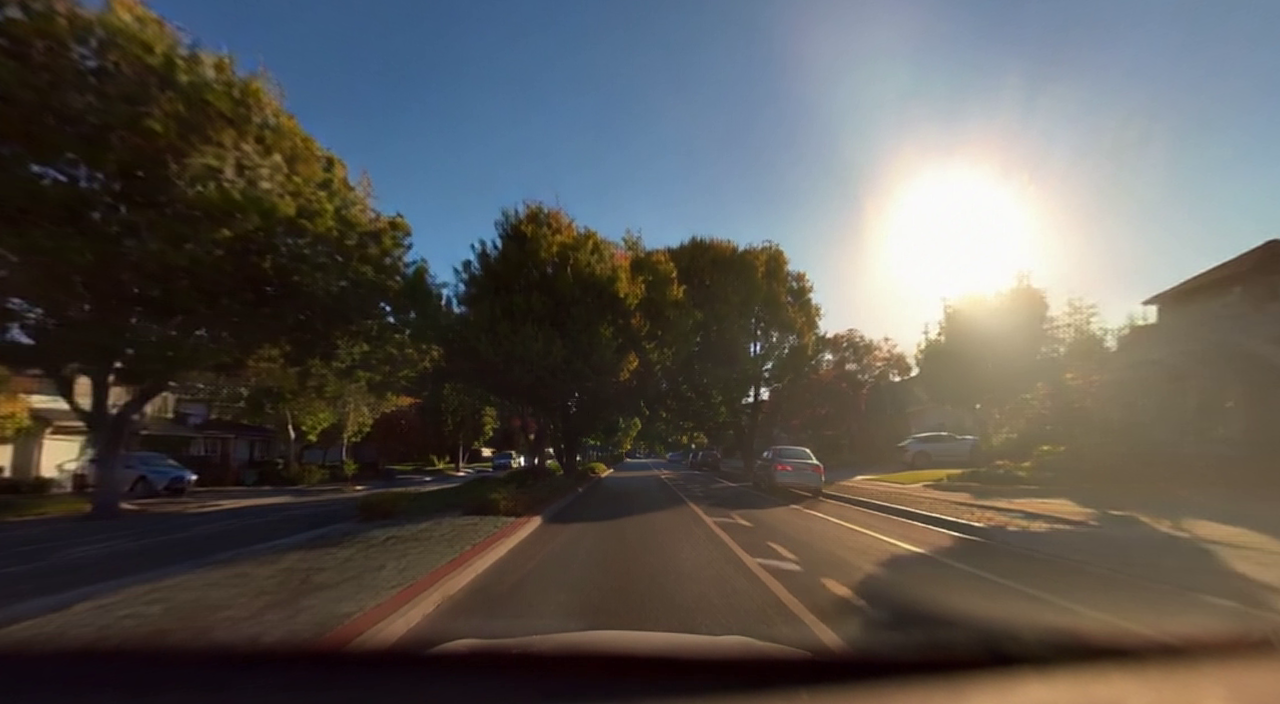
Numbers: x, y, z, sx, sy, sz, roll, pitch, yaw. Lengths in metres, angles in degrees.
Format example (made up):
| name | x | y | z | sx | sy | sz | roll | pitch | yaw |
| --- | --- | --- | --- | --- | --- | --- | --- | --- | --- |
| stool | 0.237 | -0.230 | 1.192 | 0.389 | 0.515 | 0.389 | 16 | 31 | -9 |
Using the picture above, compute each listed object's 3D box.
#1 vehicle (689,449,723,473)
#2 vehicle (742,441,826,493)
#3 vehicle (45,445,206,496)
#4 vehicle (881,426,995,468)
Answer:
| name | x | y | z | sx | sy | sz | roll | pitch | yaw |
| --- | --- | --- | --- | --- | --- | --- | --- | --- | --- |
| vehicle | 4.747 | 7.935 | 46.171 | 1.900 | 1.608 | 5.037 | 0 | -9 | -1 |
| vehicle | 5.110 | 4.144 | 23.116 | 2.001 | 1.693 | 4.311 | 0 | -9 | -1 |
| vehicle | -20.363 | 4.666 | 25.152 | 4.564 | 1.895 | 2.221 | -1 | -9 | 6 |
| vehicle | 15.843 | 5.087 | 33.814 | 4.921 | 2.117 | 2.249 | -1 | -9 | 2 |
